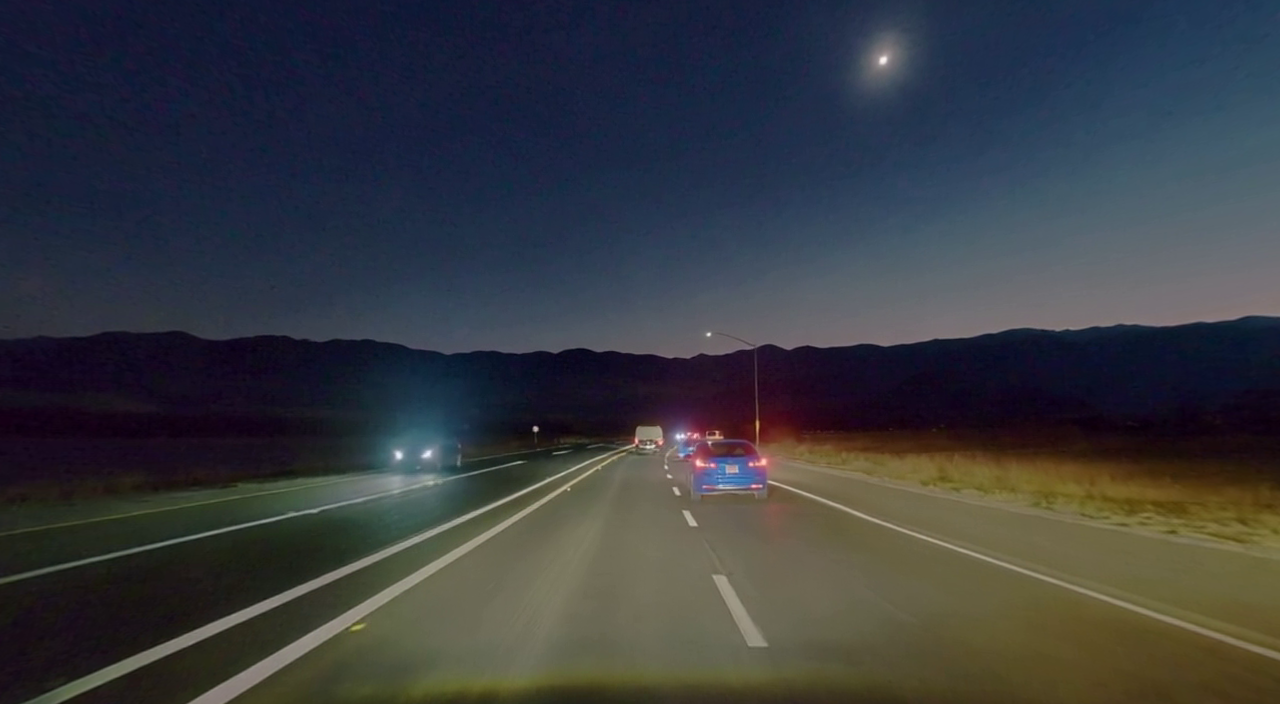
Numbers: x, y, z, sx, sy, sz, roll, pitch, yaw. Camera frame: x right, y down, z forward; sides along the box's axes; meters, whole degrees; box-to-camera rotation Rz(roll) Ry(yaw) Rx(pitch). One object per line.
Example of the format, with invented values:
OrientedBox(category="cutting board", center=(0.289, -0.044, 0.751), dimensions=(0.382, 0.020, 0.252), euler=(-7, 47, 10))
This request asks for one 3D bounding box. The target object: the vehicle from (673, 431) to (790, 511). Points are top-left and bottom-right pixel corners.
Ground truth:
OrientedBox(category="vehicle", center=(1.885, 2.617, 14.322), dimensions=(2.007, 1.534, 3.976), euler=(0, -8, -1))

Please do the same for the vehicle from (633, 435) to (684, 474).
OrientedBox(category="vehicle", center=(0.744, 4.467, 27.731), dimensions=(2.026, 1.531, 4.273), euler=(0, -8, -1))

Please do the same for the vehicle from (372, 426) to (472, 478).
OrientedBox(category="vehicle", center=(-8.027, 3.739, 23.744), dimensions=(2.070, 1.744, 4.472), euler=(0, -8, 1))
